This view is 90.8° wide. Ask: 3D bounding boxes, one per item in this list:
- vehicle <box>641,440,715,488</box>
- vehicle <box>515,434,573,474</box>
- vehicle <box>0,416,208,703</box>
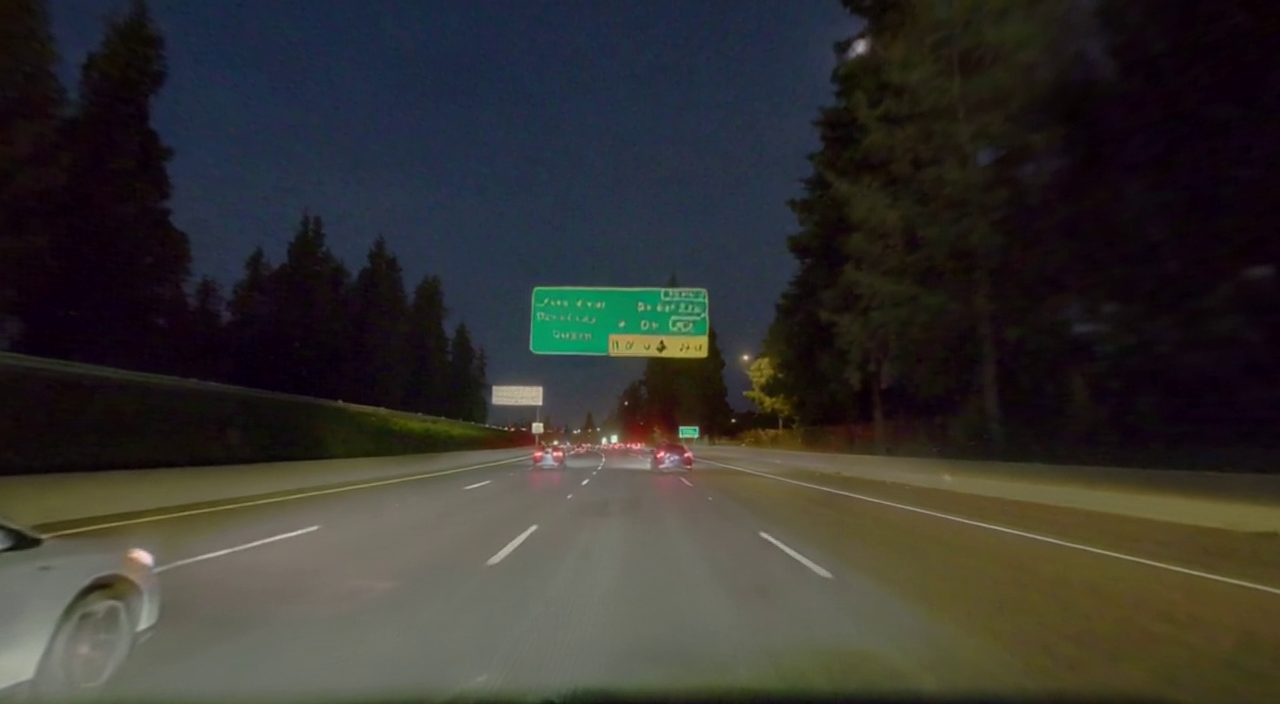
[{"bbox_3d":[1.177,3.744,21.499,1.947,1.437,4.345,0,-8,-4],"label":"vehicle"},{"bbox_3d":[-4.560,4.928,30.770,2.244,1.755,4.417,0,-8,-2],"label":"vehicle"},{"bbox_3d":[-3.903,0.862,1.643,2.049,1.482,4.981,0,-8,0],"label":"vehicle"}]
